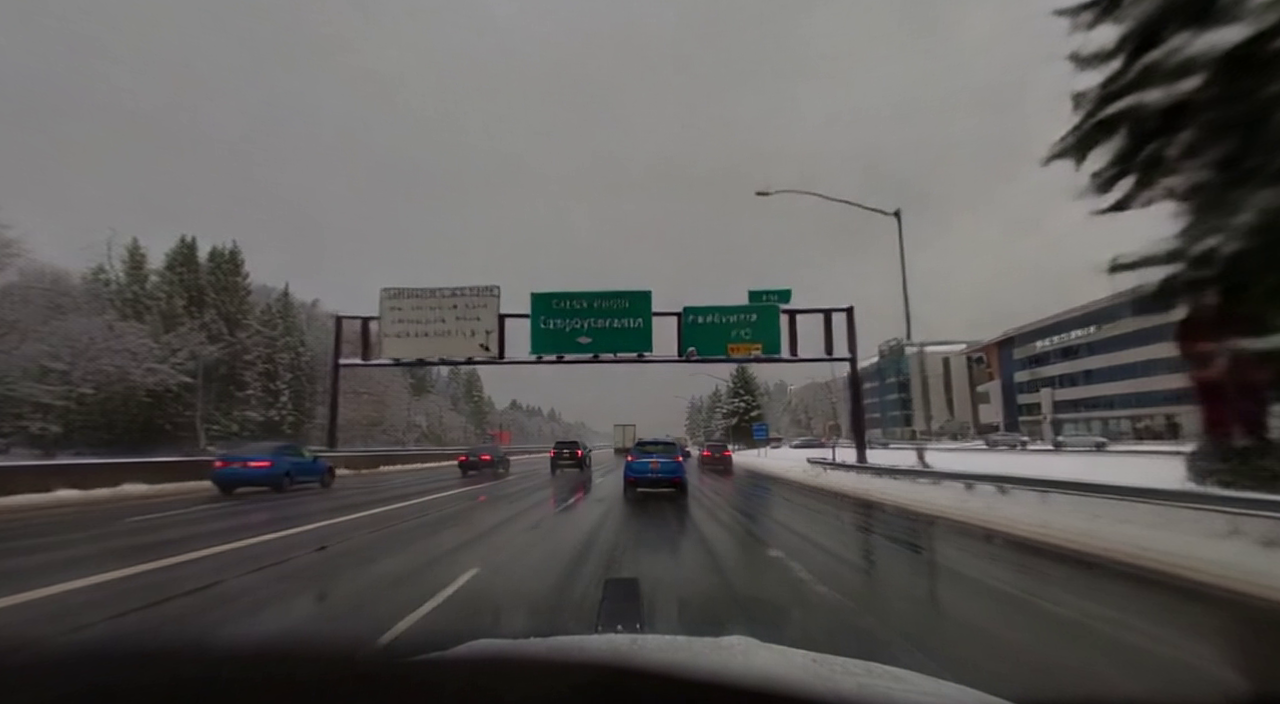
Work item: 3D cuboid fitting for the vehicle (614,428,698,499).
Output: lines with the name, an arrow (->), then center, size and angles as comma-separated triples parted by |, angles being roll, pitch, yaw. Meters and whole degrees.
vehicle -> 0.500, 3.166, 18.235 | 2.101, 1.742, 4.495 | 0, -9, 2

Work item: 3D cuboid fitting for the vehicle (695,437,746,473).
vehicle -> 4.212, 5.488, 33.664 | 2.193, 1.778, 4.488 | 0, -9, 1

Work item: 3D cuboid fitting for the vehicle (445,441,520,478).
vehicle -> -6.966, 4.804, 28.442 | 2.057, 1.496, 4.661 | 0, -9, 2

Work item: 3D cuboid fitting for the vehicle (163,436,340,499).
vehicle -> -10.769, 3.215, 17.983 | 2.006, 1.509, 4.634 | 0, -9, 1

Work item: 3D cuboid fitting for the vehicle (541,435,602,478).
vehicle -> -2.986, 4.648, 28.323 | 2.111, 1.742, 4.315 | 0, -9, 2
